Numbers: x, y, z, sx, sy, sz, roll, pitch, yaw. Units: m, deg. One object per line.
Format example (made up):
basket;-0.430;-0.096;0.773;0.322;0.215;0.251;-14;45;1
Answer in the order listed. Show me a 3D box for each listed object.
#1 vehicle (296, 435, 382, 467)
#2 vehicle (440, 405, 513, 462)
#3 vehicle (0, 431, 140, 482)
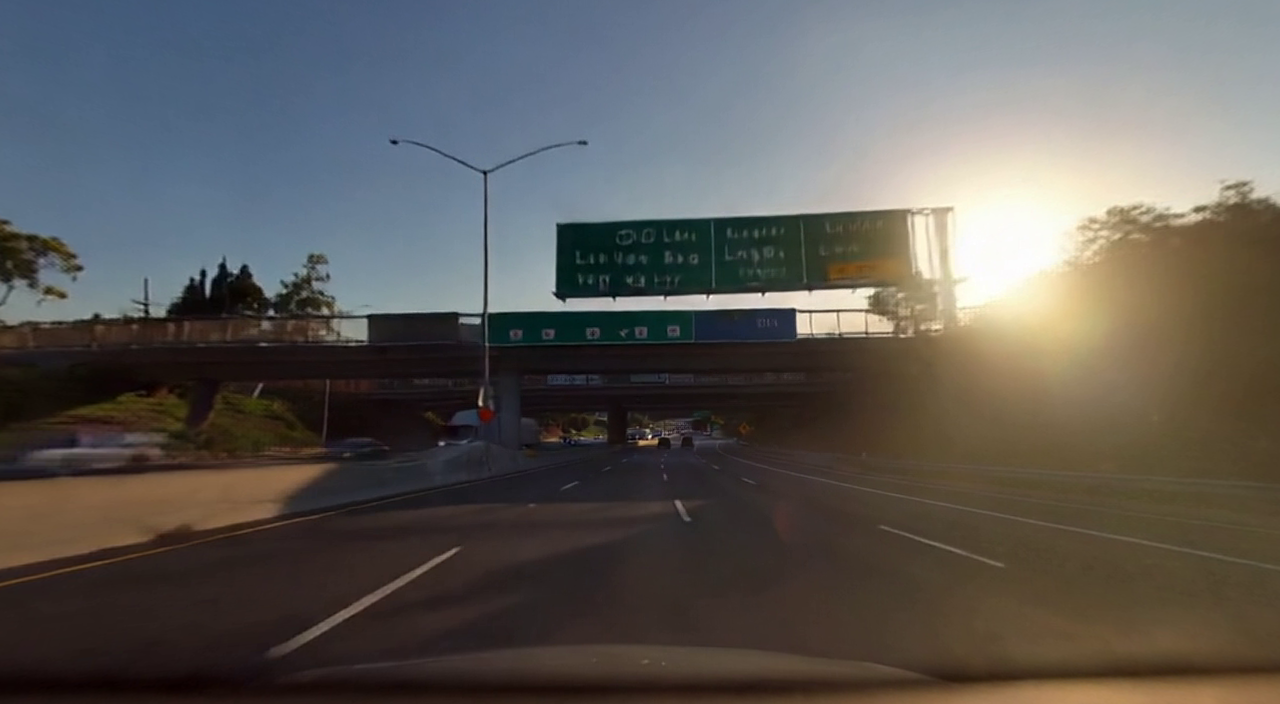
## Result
vehicle;-16.001;5.292;33.887;2.232;1.604;4.646;0;-8;1
vehicle;-12.028;6.201;47.509;3.010;3.944;8.280;0;-8;2
vehicle;-19.483;3.420;20.867;2.098;1.473;4.578;0;-8;1
